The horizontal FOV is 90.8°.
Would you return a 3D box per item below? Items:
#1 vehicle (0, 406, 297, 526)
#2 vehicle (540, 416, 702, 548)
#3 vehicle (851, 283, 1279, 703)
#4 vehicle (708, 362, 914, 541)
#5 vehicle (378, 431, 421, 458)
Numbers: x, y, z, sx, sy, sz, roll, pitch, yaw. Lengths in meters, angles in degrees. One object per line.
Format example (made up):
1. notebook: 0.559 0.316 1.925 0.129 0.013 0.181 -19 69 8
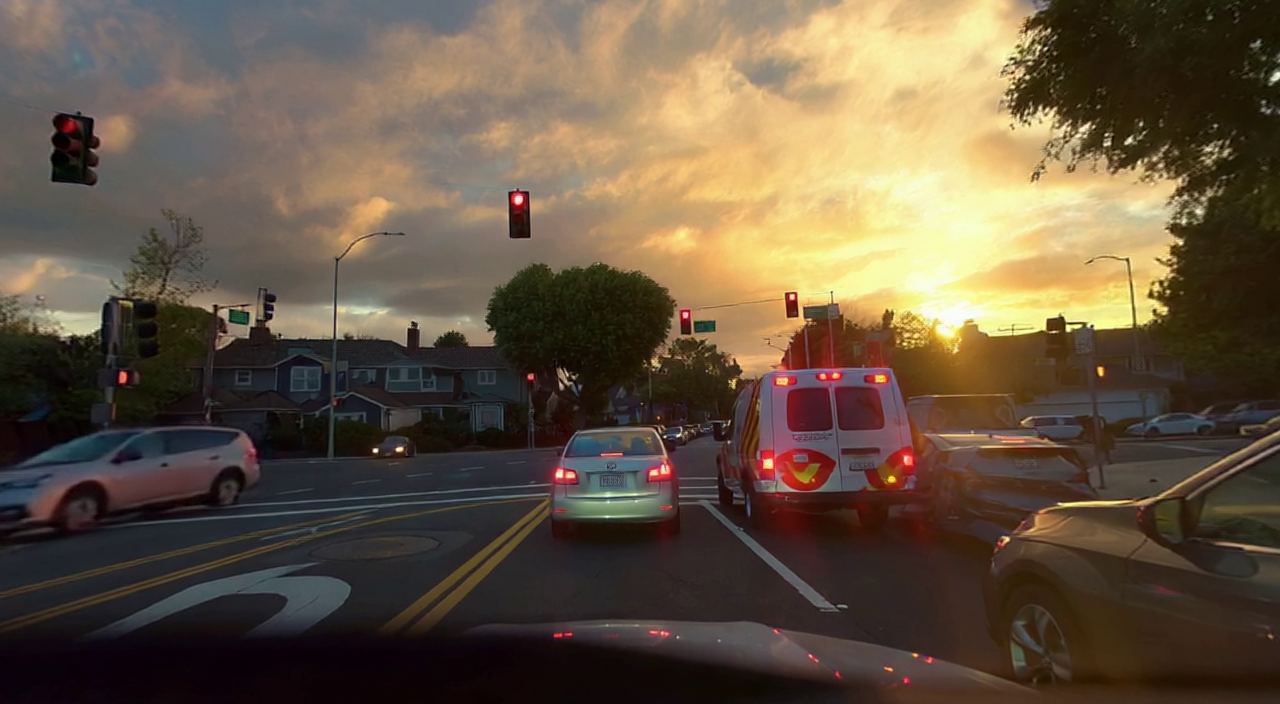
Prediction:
1. vehicle: -10.516 2.349 13.651 2.349 1.988 5.813 -1 -8 8
2. vehicle: -0.289 1.972 10.193 2.114 1.707 3.725 0 -8 -1
3. vehicle: 2.844 0.894 2.842 2.194 1.820 4.652 0 -8 0
4. vehicle: 2.879 1.895 12.385 2.406 2.687 5.521 0 -8 -1
5. vehicle: -17.759 6.875 46.874 2.246 1.880 4.454 1 -8 -12
